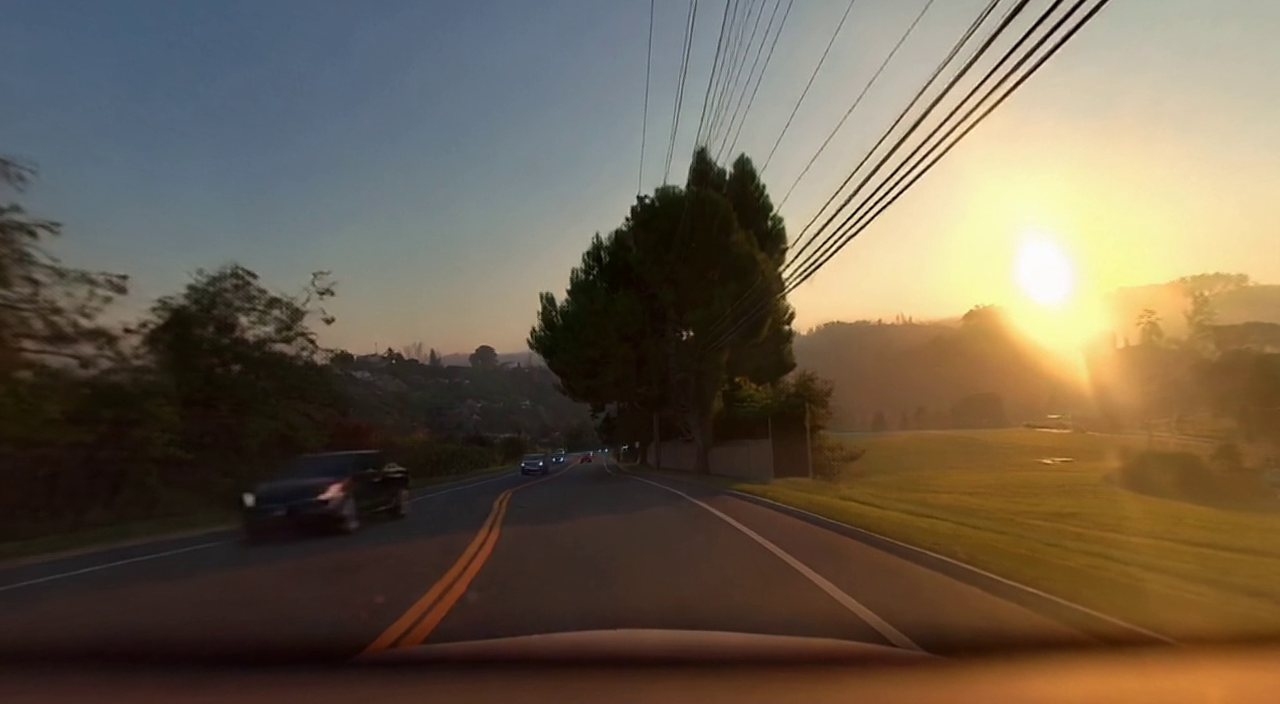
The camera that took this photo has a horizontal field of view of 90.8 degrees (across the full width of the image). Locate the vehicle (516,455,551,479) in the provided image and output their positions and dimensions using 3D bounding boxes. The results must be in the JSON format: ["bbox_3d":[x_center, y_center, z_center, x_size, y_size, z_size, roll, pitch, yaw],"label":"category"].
[{"bbox_3d":[-8.050,8.697,48.053,2.121,1.653,4.510,0,-8,-3],"label":"vehicle"}]

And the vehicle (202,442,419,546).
[{"bbox_3d":[-6.758,2.910,13.808,2.220,1.817,4.839,0,-8,-1],"label":"vehicle"}]
